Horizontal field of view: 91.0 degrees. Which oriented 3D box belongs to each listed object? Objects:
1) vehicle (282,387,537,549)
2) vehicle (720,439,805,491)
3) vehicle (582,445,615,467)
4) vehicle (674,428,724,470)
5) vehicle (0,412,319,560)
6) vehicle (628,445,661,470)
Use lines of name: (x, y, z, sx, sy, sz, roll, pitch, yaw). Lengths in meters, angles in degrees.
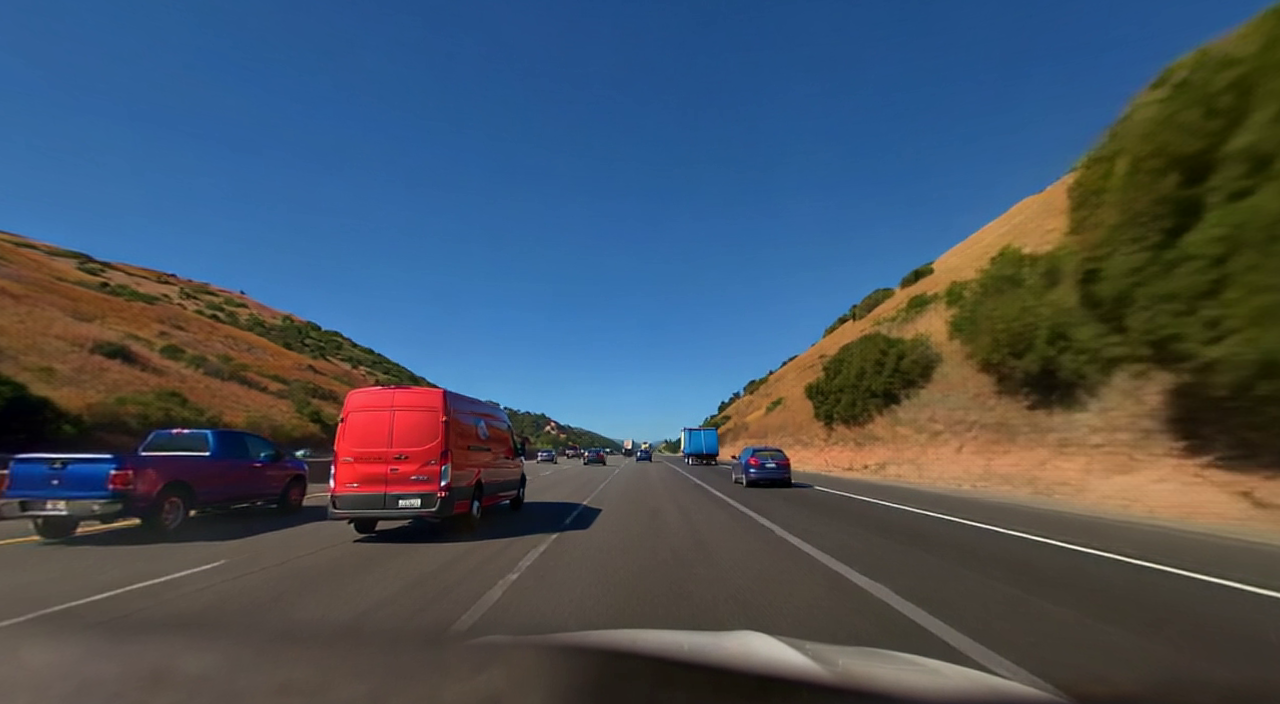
vehicle: (-3.626, 2.026, 11.567, 2.421, 2.203, 5.775, 0, -9, 1)
vehicle: (4.086, 3.848, 21.776, 2.051, 1.598, 4.145, 0, -9, -1)
vehicle: (-3.101, 7.911, 48.162, 2.138, 1.581, 4.340, 0, -9, 1)
vehicle: (4.096, 6.991, 45.207, 2.877, 2.730, 7.831, 0, -9, 0)
vehicle: (-7.411, 1.960, 9.925, 2.054, 1.715, 4.928, 0, -9, 0)
vehicle: (0.299, 6.864, 41.246, 2.014, 1.543, 3.804, 0, -9, 0)
